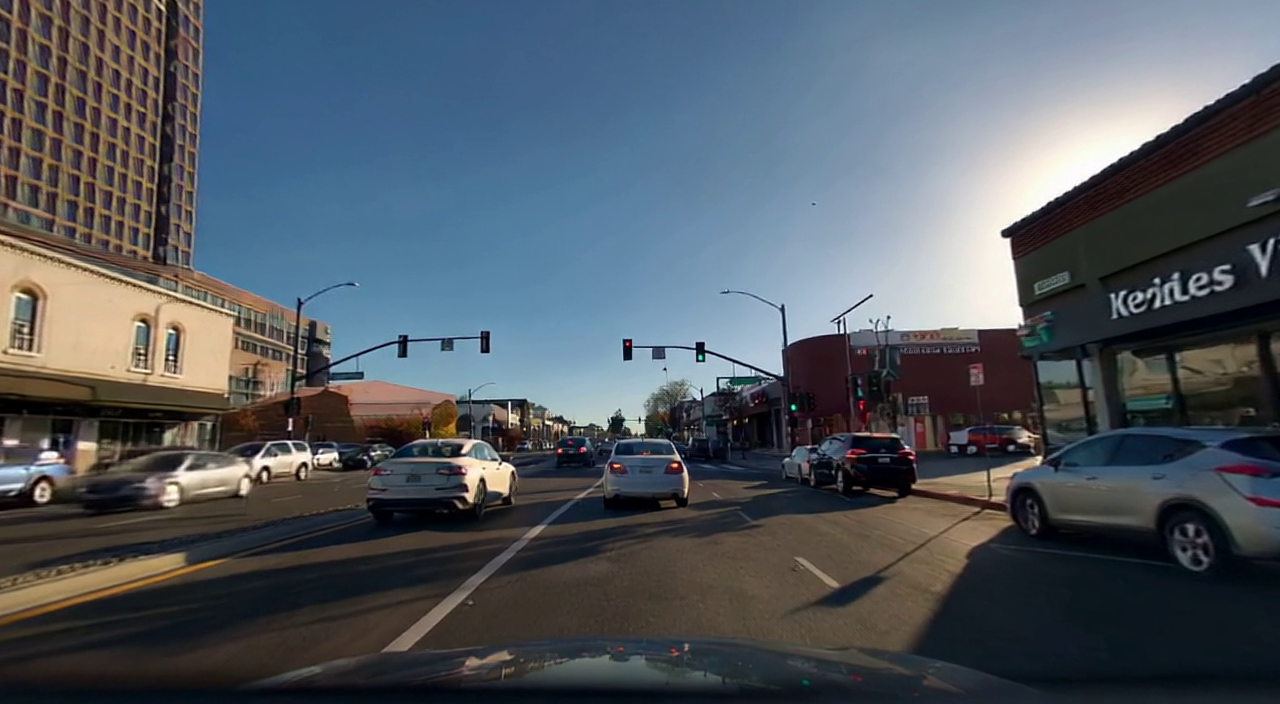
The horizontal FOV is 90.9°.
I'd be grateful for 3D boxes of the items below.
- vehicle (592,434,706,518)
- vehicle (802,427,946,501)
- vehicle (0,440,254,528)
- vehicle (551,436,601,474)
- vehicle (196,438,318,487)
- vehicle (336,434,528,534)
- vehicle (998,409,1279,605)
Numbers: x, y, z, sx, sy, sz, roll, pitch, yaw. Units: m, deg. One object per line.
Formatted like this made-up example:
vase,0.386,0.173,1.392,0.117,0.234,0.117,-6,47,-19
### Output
vehicle,0.139,2.529,13.391,2.037,1.484,4.073,0,-9,-1
vehicle,6.607,3.239,18.664,2.289,1.867,5.322,0,-9,1
vehicle,-10.398,2.585,12.967,2.009,1.466,4.454,0,-9,1
vehicle,-3.105,5.120,31.559,2.007,1.736,4.185,0,-9,1
vehicle,-17.068,4.915,28.562,2.239,1.963,5.779,0,-9,-4
vehicle,-3.429,2.256,11.413,1.950,1.450,4.257,0,-9,1
vehicle,6.626,1.657,7.478,1.986,1.722,4.516,0,-9,-2
